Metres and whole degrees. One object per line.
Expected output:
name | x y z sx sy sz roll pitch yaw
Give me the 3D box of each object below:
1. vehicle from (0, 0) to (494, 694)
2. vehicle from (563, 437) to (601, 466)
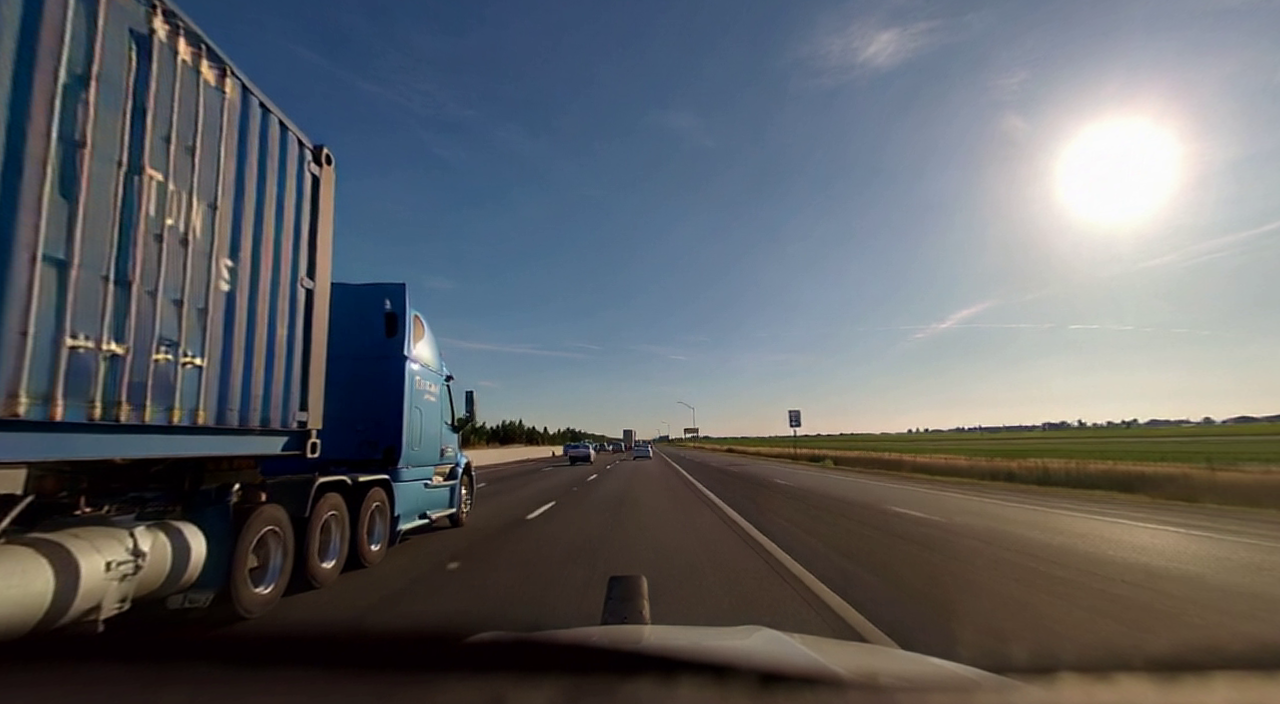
vehicle | -4.064 0.296 7.087 2.987 3.868 7.576 0 -8 0
vehicle | -3.606 6.290 40.047 1.995 1.745 4.187 0 -8 1
